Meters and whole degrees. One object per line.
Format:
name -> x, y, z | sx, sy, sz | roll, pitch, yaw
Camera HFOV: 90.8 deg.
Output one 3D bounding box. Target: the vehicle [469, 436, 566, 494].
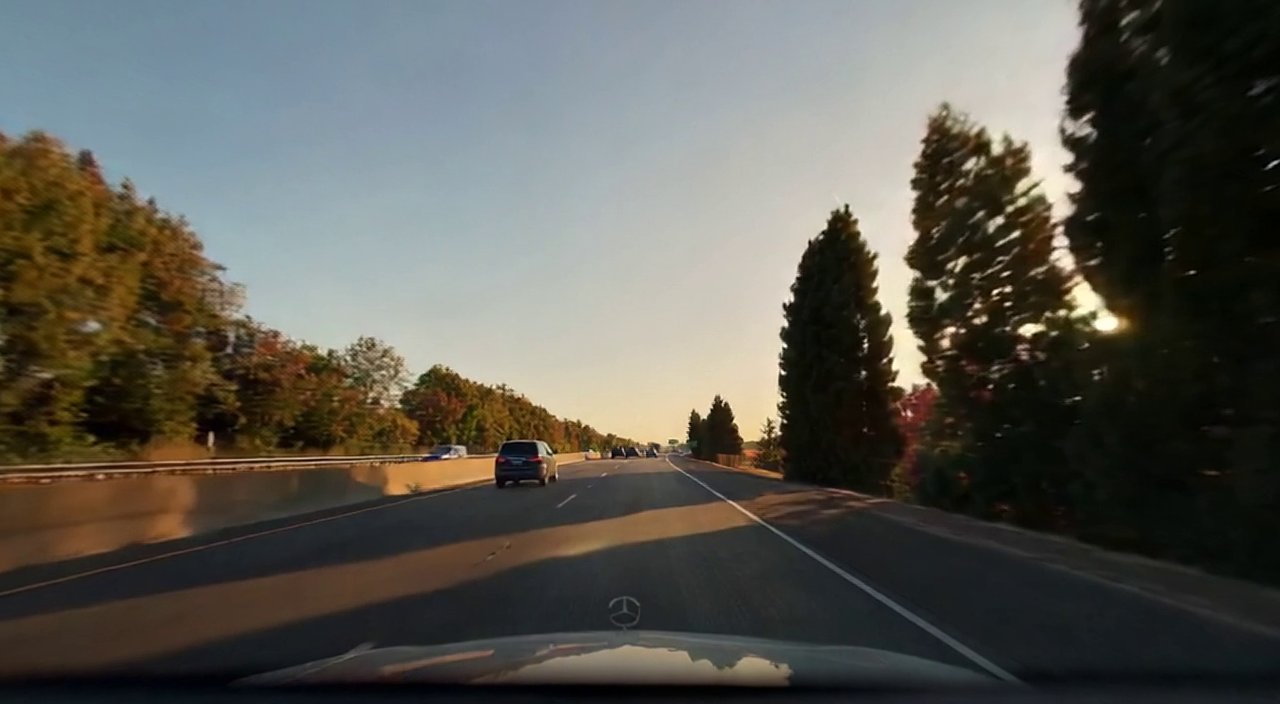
vehicle -> -3.890, 3.684, 20.901 | 2.188, 1.692, 4.623 | 0, -9, 1
